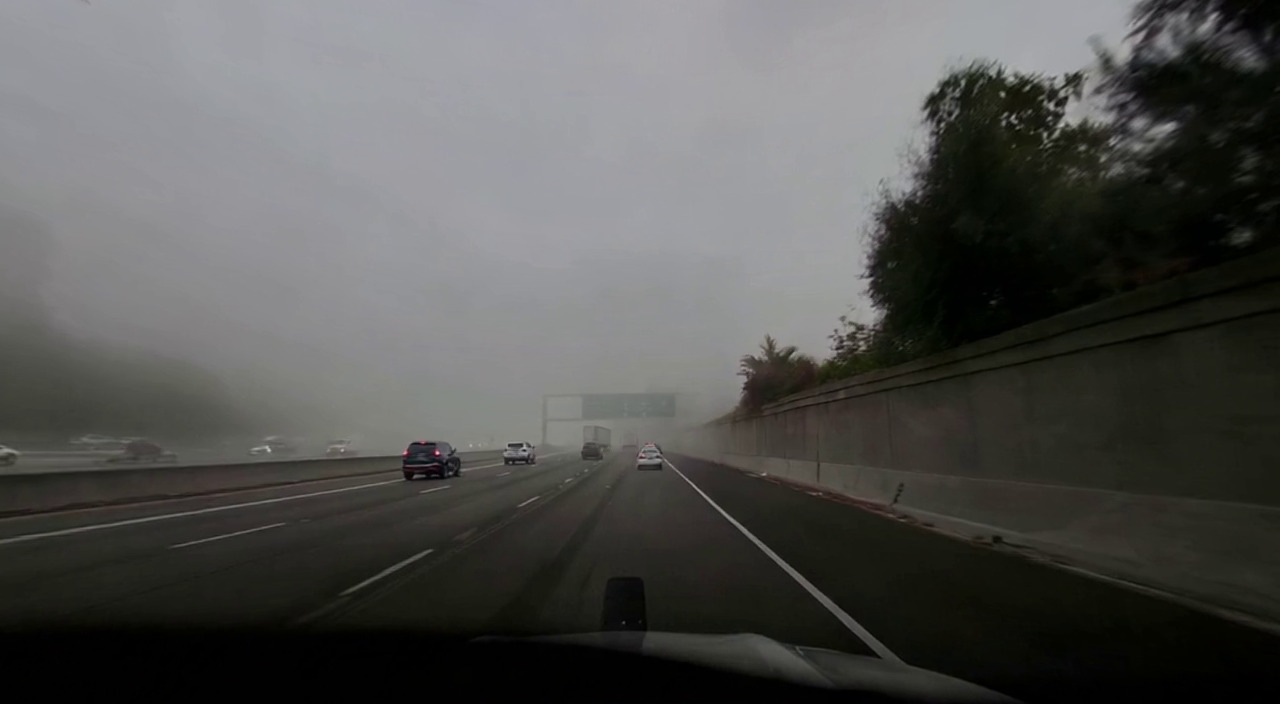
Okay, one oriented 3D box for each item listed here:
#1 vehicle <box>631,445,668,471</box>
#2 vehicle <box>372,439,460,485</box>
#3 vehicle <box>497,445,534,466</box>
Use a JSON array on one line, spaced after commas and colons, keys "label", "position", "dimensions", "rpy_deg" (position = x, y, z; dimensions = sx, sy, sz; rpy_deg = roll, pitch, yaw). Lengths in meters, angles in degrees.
[{"label": "vehicle", "position": [0.619, 6.435, 38.641], "dimensions": [2.137, 1.461, 3.999], "rpy_deg": [-1, -8, 1]}, {"label": "vehicle", "position": [-8.453, 4.160, 24.237], "dimensions": [1.954, 1.605, 4.023], "rpy_deg": [0, -8, -1]}, {"label": "vehicle", "position": [-8.920, 7.416, 45.507], "dimensions": [1.865, 1.413, 4.178], "rpy_deg": [0, -8, 0]}]
